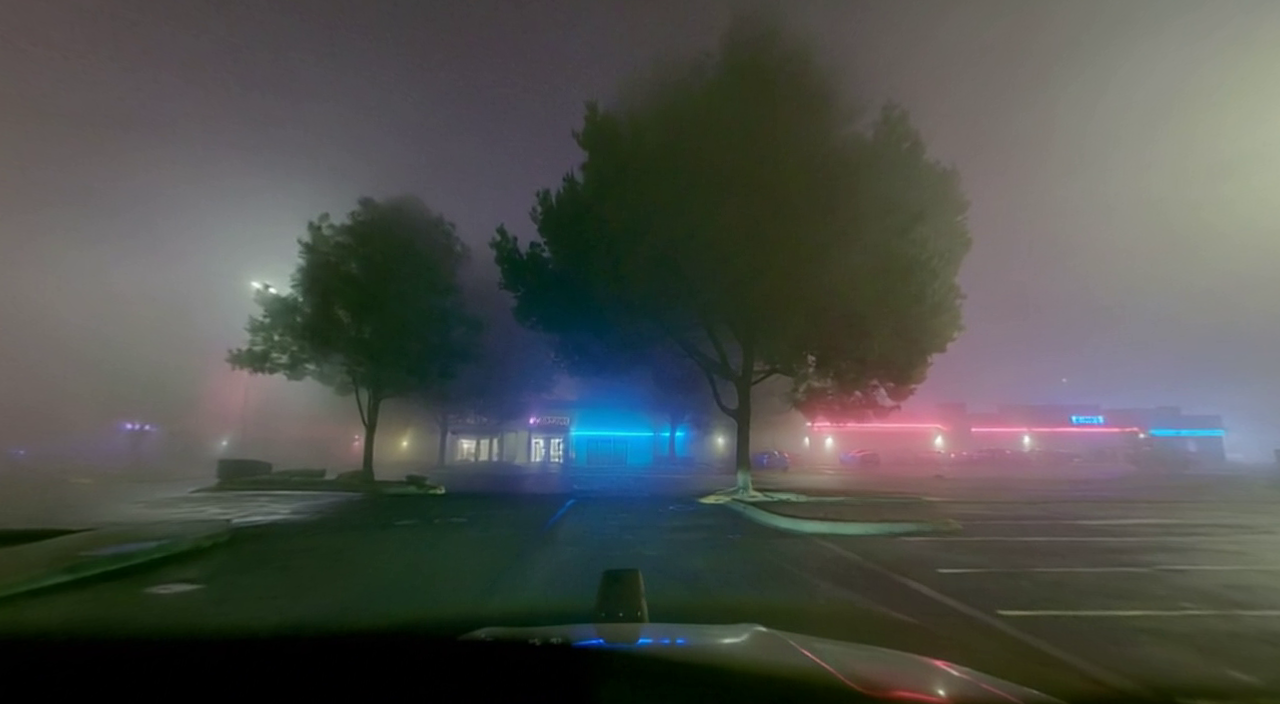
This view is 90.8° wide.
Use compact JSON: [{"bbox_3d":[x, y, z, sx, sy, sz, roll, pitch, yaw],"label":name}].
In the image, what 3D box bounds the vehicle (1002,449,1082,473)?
[{"bbox_3d":[26.843,7.276,42.373,1.845,1.463,4.399,1,-8,-12],"label":"vehicle"}]
